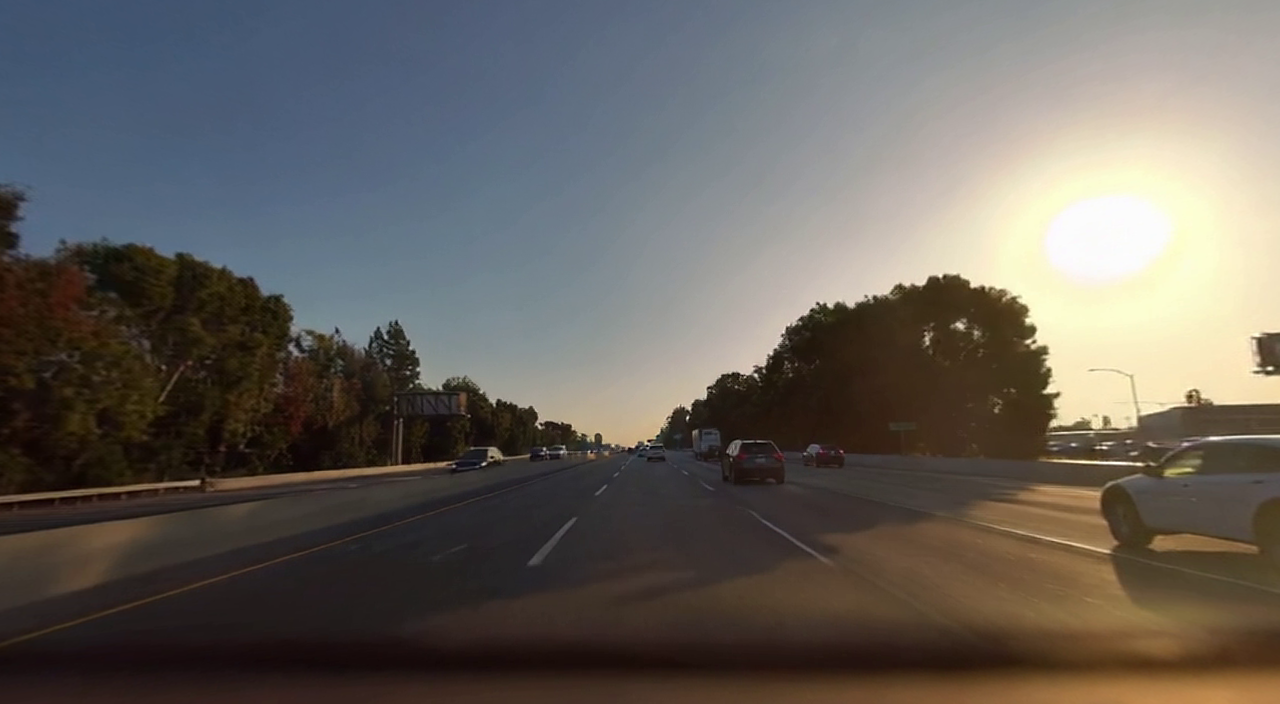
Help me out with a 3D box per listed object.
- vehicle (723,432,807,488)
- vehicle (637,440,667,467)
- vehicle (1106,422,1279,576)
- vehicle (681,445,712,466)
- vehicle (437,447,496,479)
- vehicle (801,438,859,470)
[{"bbox_3d":[4.513,3.971,23.515,2.075,1.845,4.667,0,-8,-1],"label":"vehicle"},{"bbox_3d":[0.854,7.509,46.885,2.145,1.832,4.004,0,-8,0],"label":"vehicle"},{"bbox_3d":[7.431,1.517,6.583,1.807,1.558,4.352,0,-8,0],"label":"vehicle"},{"bbox_3d":[4.192,7.771,47.571,1.902,1.532,4.181,0,-8,-1],"label":"vehicle"},{"bbox_3d":[-9.977,6.386,36.659,2.065,1.709,4.466,-1,-8,1],"label":"vehicle"},{"bbox_3d":[11.360,6.123,38.127,2.028,1.801,4.503,0,-8,-1],"label":"vehicle"}]
